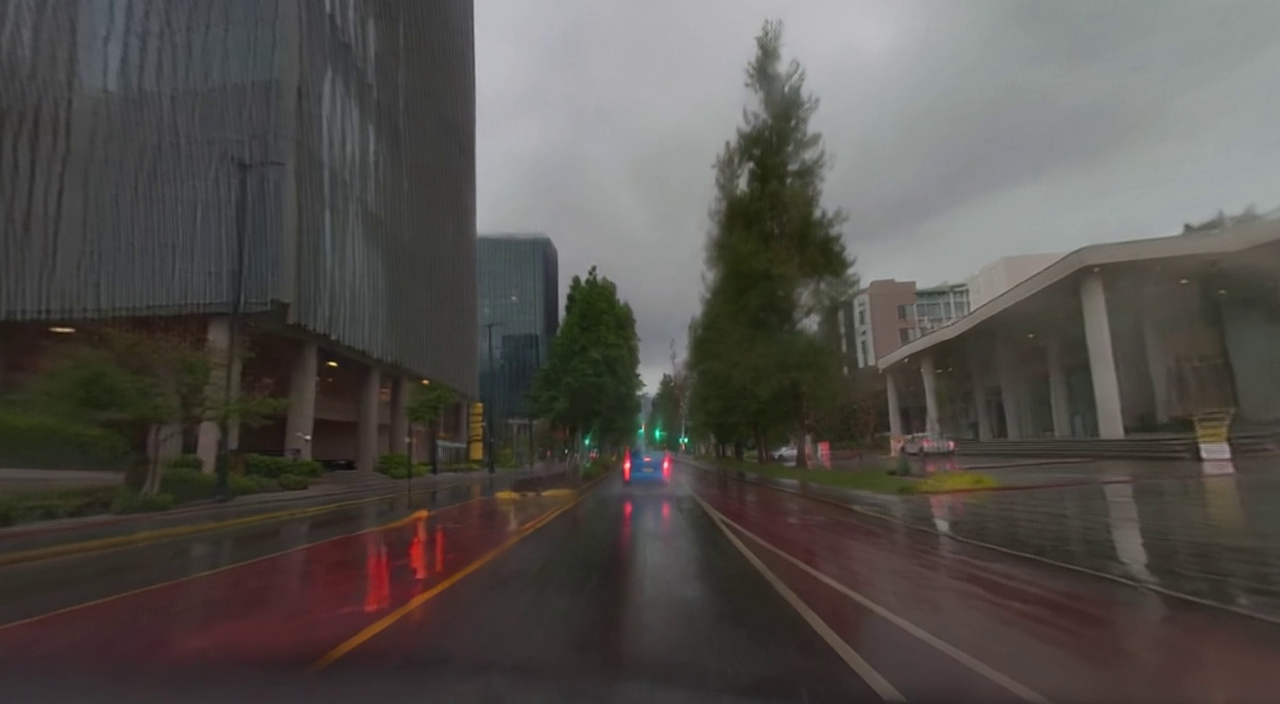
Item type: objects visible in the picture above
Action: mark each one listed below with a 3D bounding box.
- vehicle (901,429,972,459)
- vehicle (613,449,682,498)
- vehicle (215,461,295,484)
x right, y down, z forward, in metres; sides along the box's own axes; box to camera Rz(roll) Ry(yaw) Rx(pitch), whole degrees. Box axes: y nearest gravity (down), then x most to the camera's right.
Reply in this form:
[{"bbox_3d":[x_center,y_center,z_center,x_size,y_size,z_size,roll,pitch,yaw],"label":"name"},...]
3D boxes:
[{"bbox_3d":[15.636,4.927,33.447,1.979,1.460,3.848,-1,-10,2],"label":"vehicle"},{"bbox_3d":[0.219,3.968,21.014,2.063,1.442,4.135,0,-9,0],"label":"vehicle"},{"bbox_3d":[-30.030,9.385,49.198,4.962,1.561,1.997,7,-11,-39],"label":"vehicle"}]
